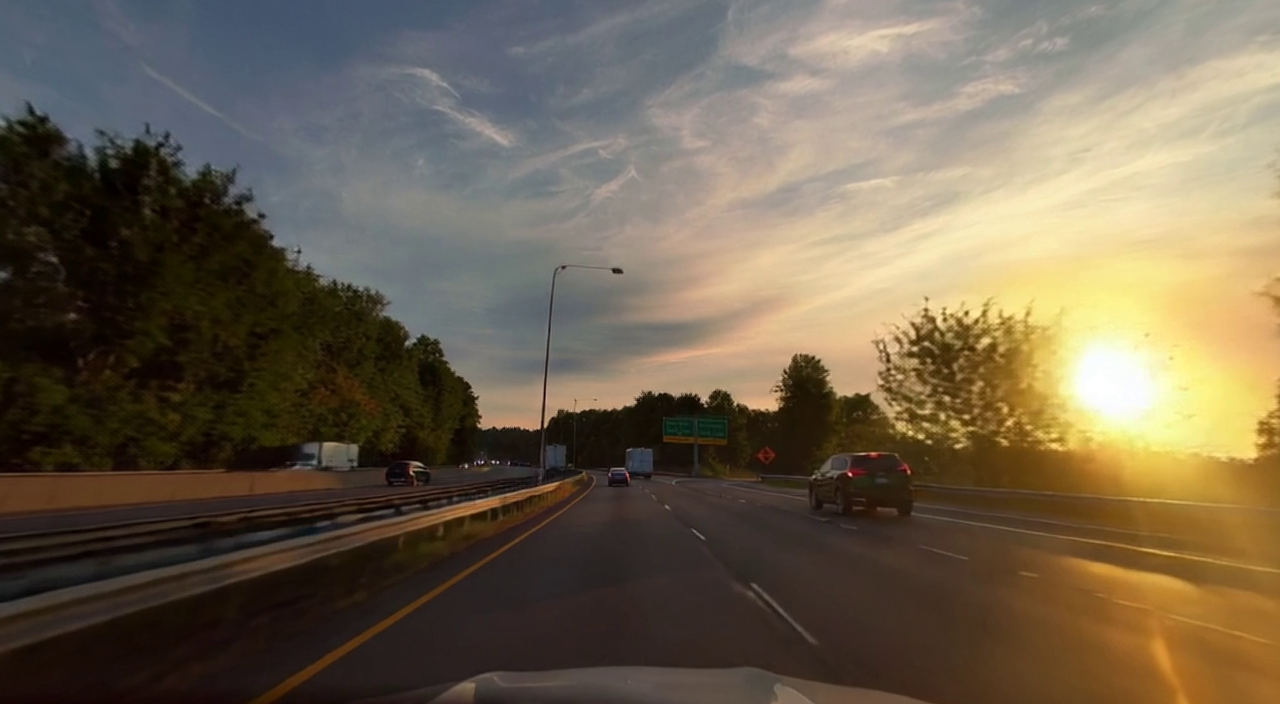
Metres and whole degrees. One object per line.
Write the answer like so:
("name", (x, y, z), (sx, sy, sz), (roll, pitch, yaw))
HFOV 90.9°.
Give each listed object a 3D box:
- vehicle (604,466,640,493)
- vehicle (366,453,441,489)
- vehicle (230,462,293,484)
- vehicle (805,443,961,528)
("vehicle", (-1.103, 7.560, 37.521), (1.987, 1.467, 3.903), (1, -10, -2))
("vehicle", (-11.784, 5.987, 31.787), (1.952, 1.618, 4.859), (1, -10, -1))
("vehicle", (-27.453, 8.802, 45.850), (1.882, 1.504, 4.527), (1, -10, -3))
("vehicle", (5.829, 3.293, 15.870), (1.998, 1.776, 4.663), (1, -10, -1))
